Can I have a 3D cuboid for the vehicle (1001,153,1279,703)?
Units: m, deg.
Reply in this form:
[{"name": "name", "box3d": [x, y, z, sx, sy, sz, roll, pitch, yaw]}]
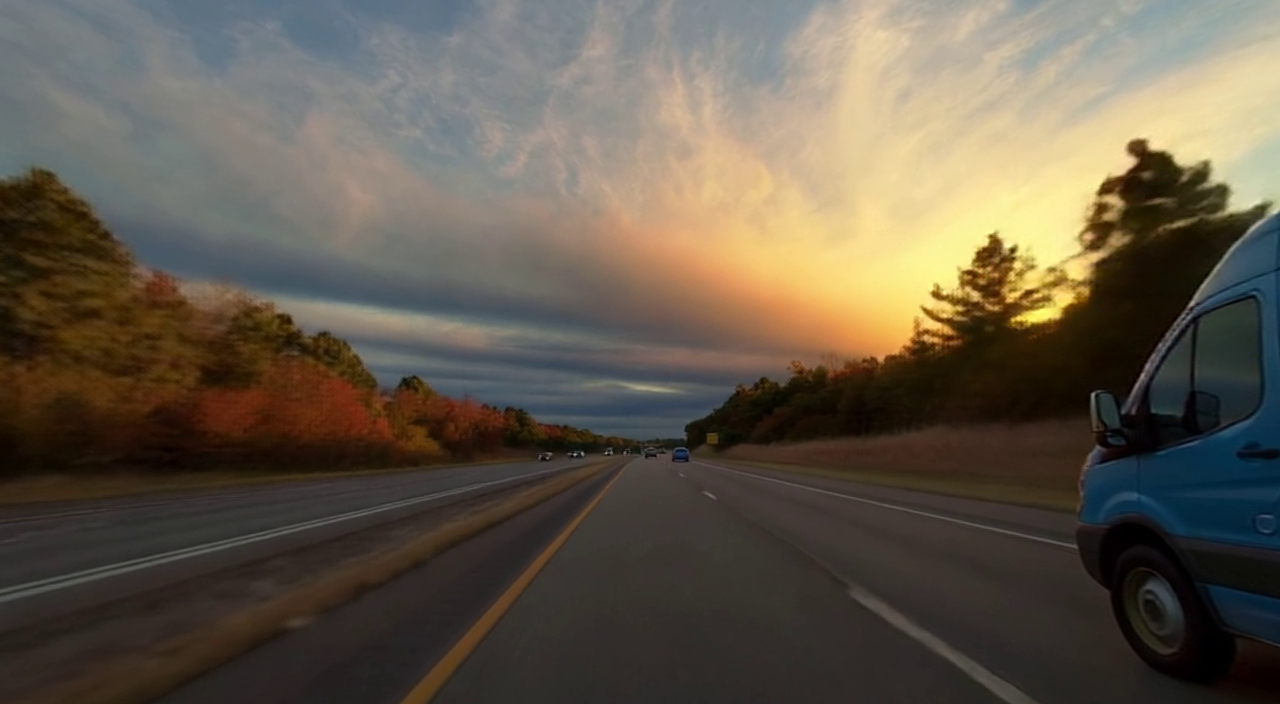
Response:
[{"name": "vehicle", "box3d": [3.997, 0.256, 1.514, 2.522, 2.556, 6.180, 0, -9, 0]}]
